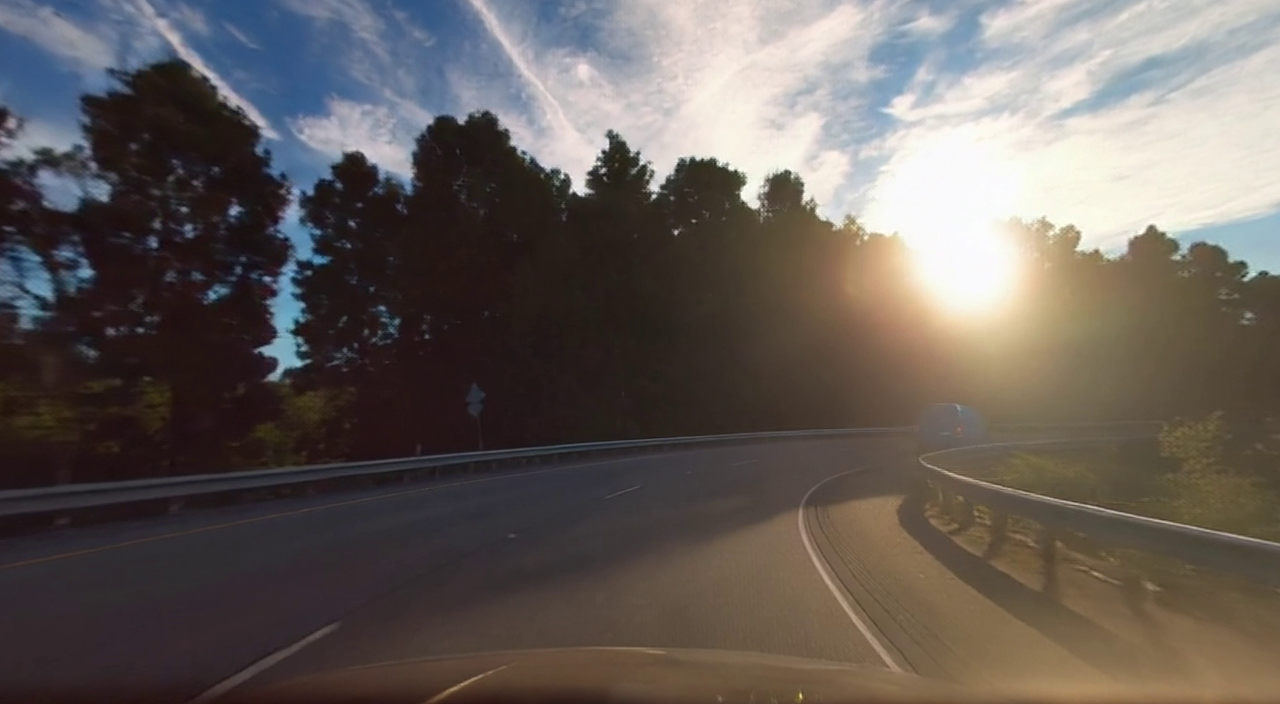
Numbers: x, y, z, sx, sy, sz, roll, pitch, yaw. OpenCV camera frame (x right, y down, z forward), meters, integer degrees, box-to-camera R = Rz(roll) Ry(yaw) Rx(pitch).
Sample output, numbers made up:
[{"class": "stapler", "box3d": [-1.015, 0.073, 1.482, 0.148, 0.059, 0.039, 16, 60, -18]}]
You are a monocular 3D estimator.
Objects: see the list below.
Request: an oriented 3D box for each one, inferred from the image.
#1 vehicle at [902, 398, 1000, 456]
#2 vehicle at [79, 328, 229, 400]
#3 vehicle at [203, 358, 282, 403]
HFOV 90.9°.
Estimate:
[{"class": "vehicle", "box3d": [15.389, 3.718, 31.036, 5.330, 2.577, 2.352, 7, -10, -41]}, {"class": "vehicle", "box3d": [-29.198, 0.961, 38.563, 2.864, 3.410, 8.882, 0, -8, -6]}, {"class": "vehicle", "box3d": [-29.507, 2.201, 47.042, 2.613, 2.825, 6.081, 0, -8, -9]}]
